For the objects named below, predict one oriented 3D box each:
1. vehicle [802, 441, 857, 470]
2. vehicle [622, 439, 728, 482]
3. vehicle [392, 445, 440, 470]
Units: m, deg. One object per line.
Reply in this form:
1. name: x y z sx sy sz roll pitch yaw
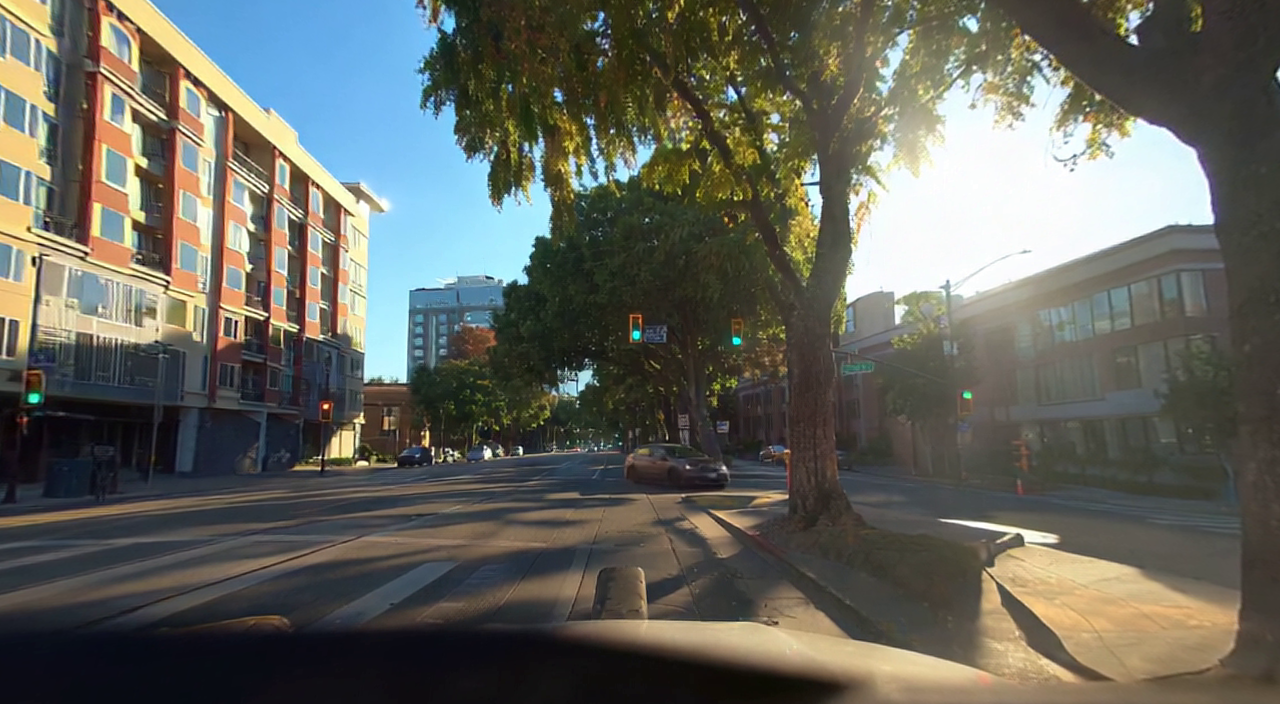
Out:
1. vehicle: 13.052 7.140 43.822 2.181 1.876 4.723 0 -8 -2
2. vehicle: 1.185 4.107 24.191 1.933 1.460 4.683 4 -10 -27
3. vehicle: -16.487 7.758 46.753 2.075 1.708 4.335 0 -8 -1
